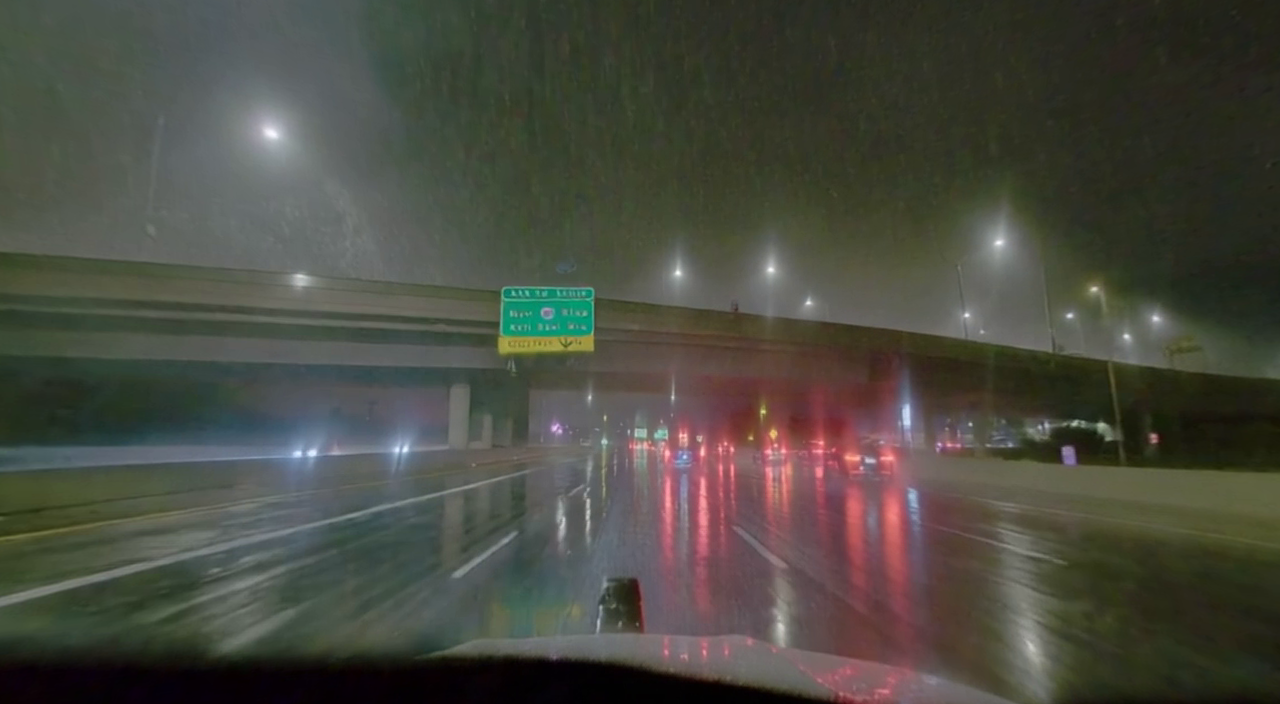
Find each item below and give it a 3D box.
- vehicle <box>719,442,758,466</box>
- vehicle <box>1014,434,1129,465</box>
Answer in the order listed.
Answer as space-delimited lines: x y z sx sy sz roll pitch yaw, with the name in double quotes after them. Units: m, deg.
7.058 7.373 45.775 2.075 1.611 4.421 0 -8 -1 "vehicle"
22.341 5.082 33.022 1.821 1.479 5.004 2 -8 -12 "vehicle"
